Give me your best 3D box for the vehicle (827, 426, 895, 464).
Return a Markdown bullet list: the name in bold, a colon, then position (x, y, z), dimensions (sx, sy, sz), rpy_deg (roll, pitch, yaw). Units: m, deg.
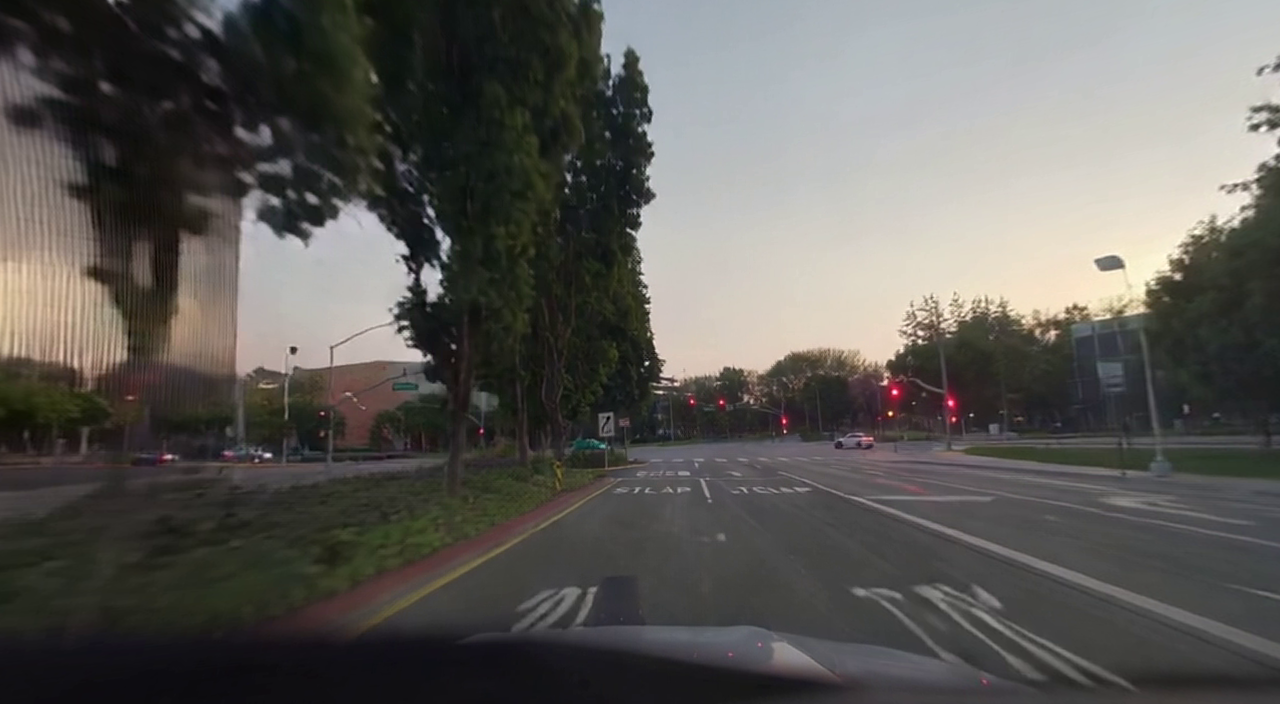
- **vehicle**: position (11.668, 4.966, 33.680), dimensions (2.156, 1.881, 4.743), rpy_deg (-1, -9, 4)
